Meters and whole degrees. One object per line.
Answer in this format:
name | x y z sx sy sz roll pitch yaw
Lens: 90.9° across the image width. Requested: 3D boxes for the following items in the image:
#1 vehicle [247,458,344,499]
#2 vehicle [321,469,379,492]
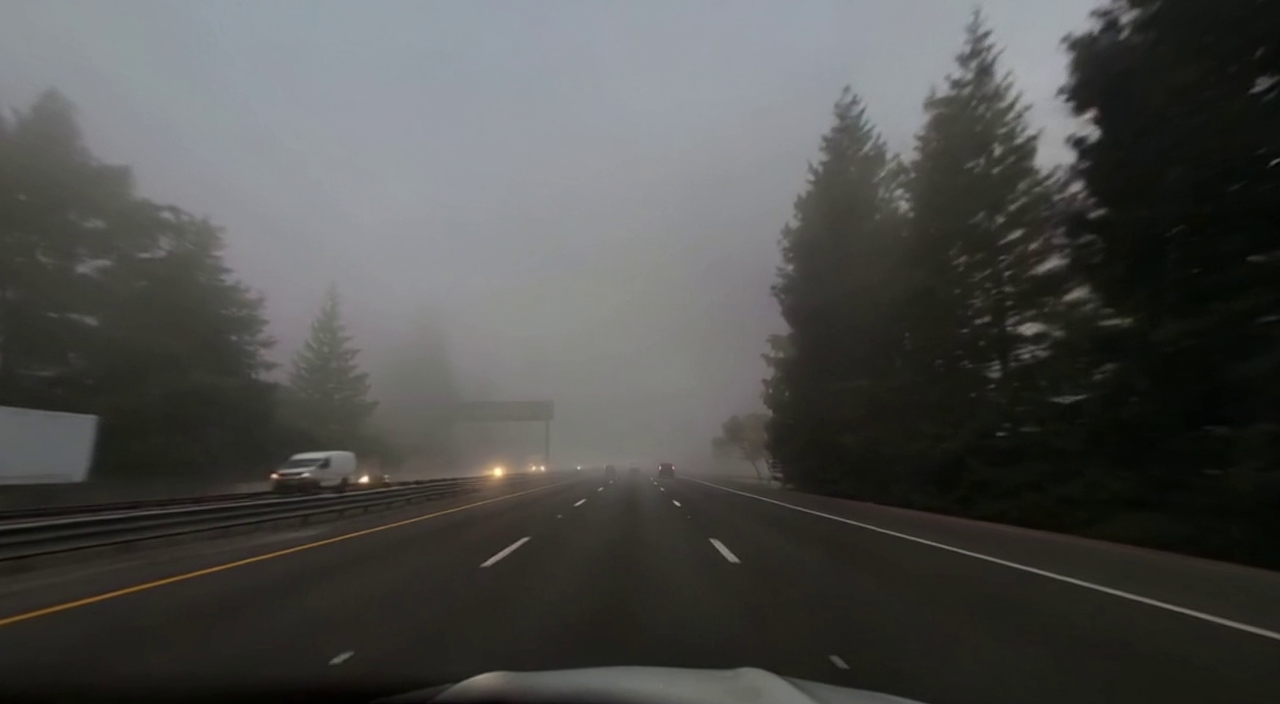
vehicle | -16.033 5.919 29.653 1.941 1.730 4.593 1 -10 0
vehicle | -20.184 8.960 44.046 1.849 1.483 4.542 1 -10 0
